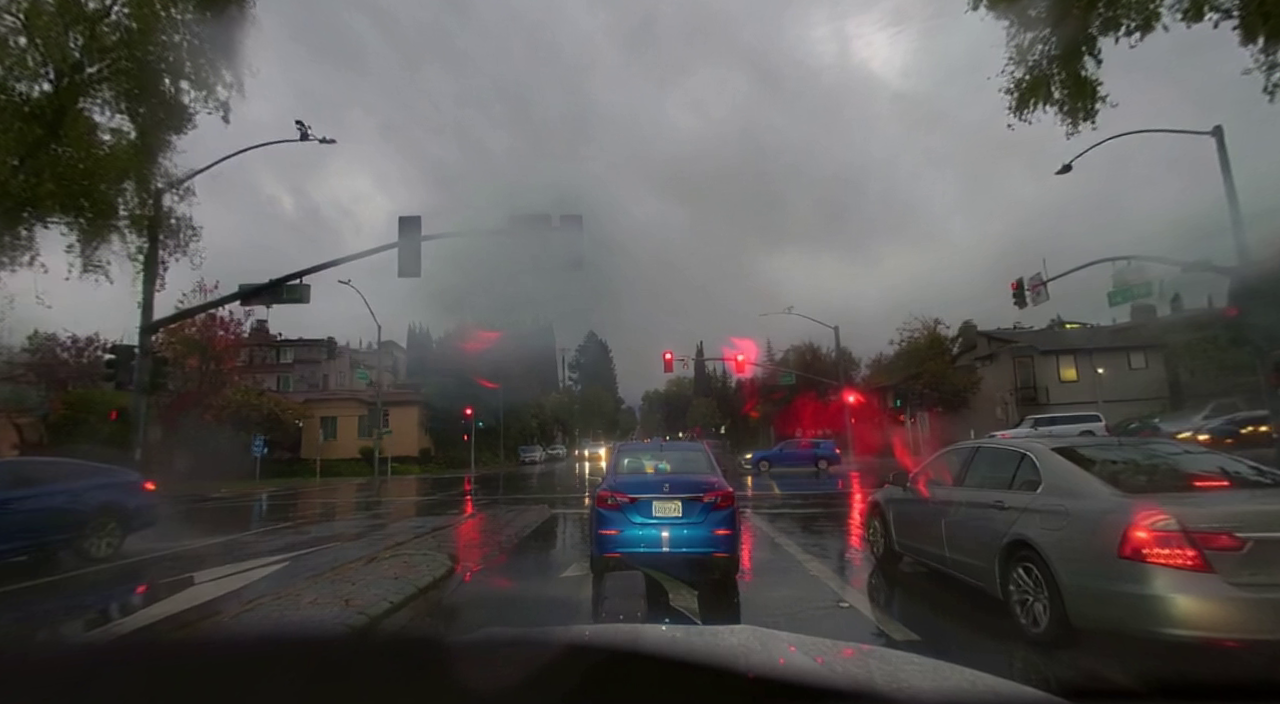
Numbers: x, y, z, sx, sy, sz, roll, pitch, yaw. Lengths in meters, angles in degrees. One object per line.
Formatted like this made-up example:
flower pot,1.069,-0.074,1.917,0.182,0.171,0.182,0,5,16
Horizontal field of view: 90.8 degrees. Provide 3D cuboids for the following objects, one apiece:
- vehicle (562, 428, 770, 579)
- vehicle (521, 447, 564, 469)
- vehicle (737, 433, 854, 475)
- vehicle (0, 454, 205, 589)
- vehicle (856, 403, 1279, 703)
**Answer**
vehicle,0.299,1.821,8.328,2.090,1.505,3.756,-1,-9,1
vehicle,-6.917,7.582,45.305,2.093,1.476,4.278,-1,-9,4
vehicle,6.840,4.474,27.865,4.577,1.705,1.996,2,-9,-18
vehicle,-8.105,2.036,7.785,1.852,1.487,4.406,-2,-9,10
vehicle,3.655,1.343,5.428,1.888,1.486,4.681,0,-9,-1
